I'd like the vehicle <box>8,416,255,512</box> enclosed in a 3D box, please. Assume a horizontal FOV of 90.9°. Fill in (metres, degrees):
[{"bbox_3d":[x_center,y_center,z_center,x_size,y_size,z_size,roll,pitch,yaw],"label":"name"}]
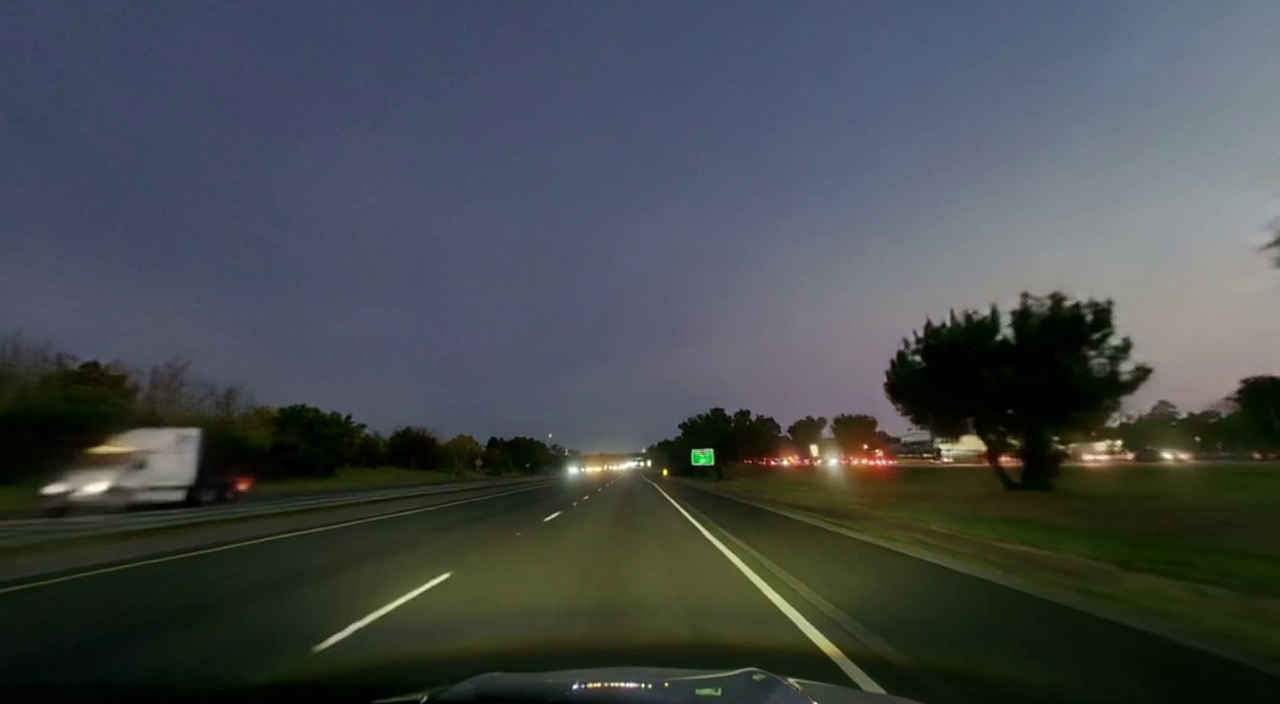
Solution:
[{"bbox_3d":[-17.745,4.078,22.935,2.657,2.861,7.458,1,-11,0],"label":"vehicle"}]
